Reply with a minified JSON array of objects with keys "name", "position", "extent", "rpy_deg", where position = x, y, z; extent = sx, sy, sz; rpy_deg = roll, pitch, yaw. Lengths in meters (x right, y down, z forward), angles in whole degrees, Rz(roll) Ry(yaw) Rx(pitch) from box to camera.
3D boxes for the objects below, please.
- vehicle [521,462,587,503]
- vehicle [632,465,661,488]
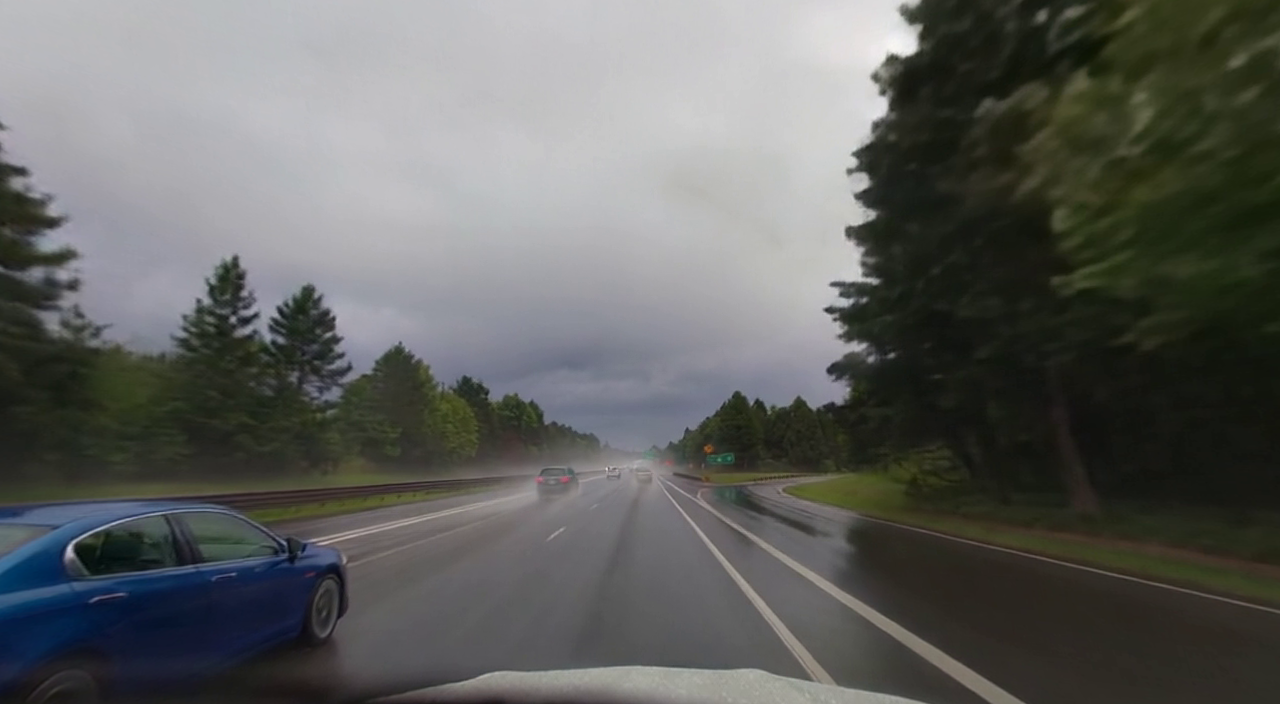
[{"name":"vehicle","position":[-3.509,5.470,26.555],"extent":[2.047,1.523,4.279],"rpy_deg":[1,-11,1]},{"name":"vehicle","position":[0.504,9.594,48.589],"extent":[2.065,1.596,3.869],"rpy_deg":[1,-11,1]}]
